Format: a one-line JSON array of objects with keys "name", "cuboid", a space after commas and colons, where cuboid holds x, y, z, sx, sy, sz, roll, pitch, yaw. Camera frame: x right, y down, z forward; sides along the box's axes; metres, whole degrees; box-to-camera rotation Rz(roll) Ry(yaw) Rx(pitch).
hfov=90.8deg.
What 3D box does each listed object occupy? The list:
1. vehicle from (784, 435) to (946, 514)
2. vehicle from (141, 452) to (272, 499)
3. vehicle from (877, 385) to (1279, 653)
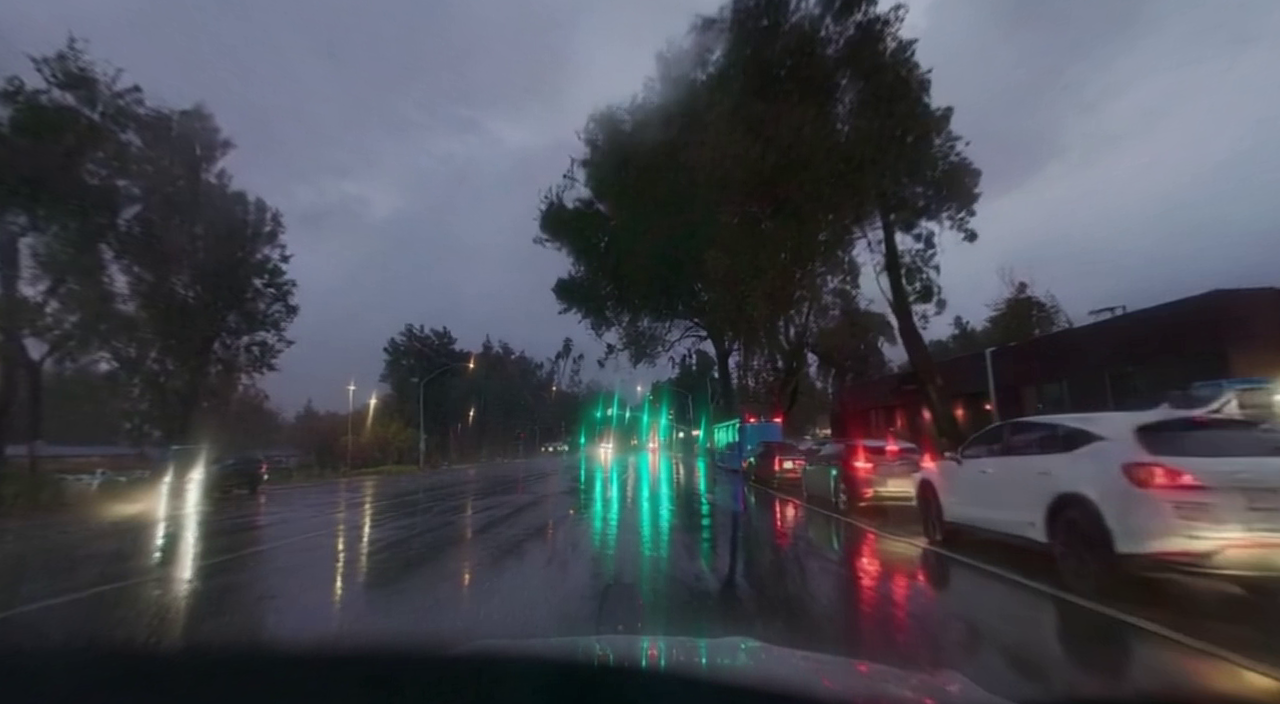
[{"name": "vehicle", "cuboid": [4.726, 2.626, 14.098, 1.973, 1.465, 4.440, 0, -8, 0]}, {"name": "vehicle", "cuboid": [-19.083, 5.422, 28.174, 2.166, 1.804, 4.897, -1, -8, 3]}, {"name": "vehicle", "cuboid": [4.656, 1.438, 6.752, 2.051, 1.663, 5.441, 0, -8, -1]}]
